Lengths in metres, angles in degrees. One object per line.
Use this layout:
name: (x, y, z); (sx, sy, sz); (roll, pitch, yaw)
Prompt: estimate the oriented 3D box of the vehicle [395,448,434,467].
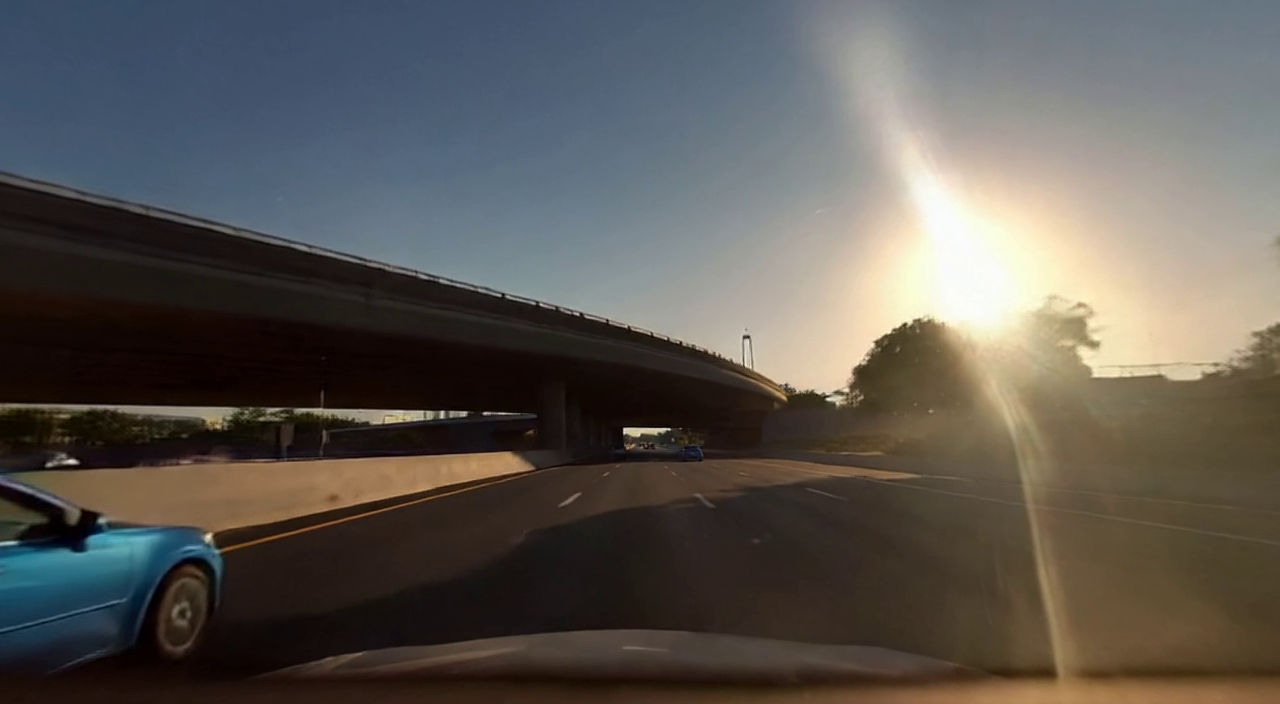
vehicle: (-17.653, 8.244, 49.468); (1.652, 1.388, 3.530); (-1, -9, 2)
